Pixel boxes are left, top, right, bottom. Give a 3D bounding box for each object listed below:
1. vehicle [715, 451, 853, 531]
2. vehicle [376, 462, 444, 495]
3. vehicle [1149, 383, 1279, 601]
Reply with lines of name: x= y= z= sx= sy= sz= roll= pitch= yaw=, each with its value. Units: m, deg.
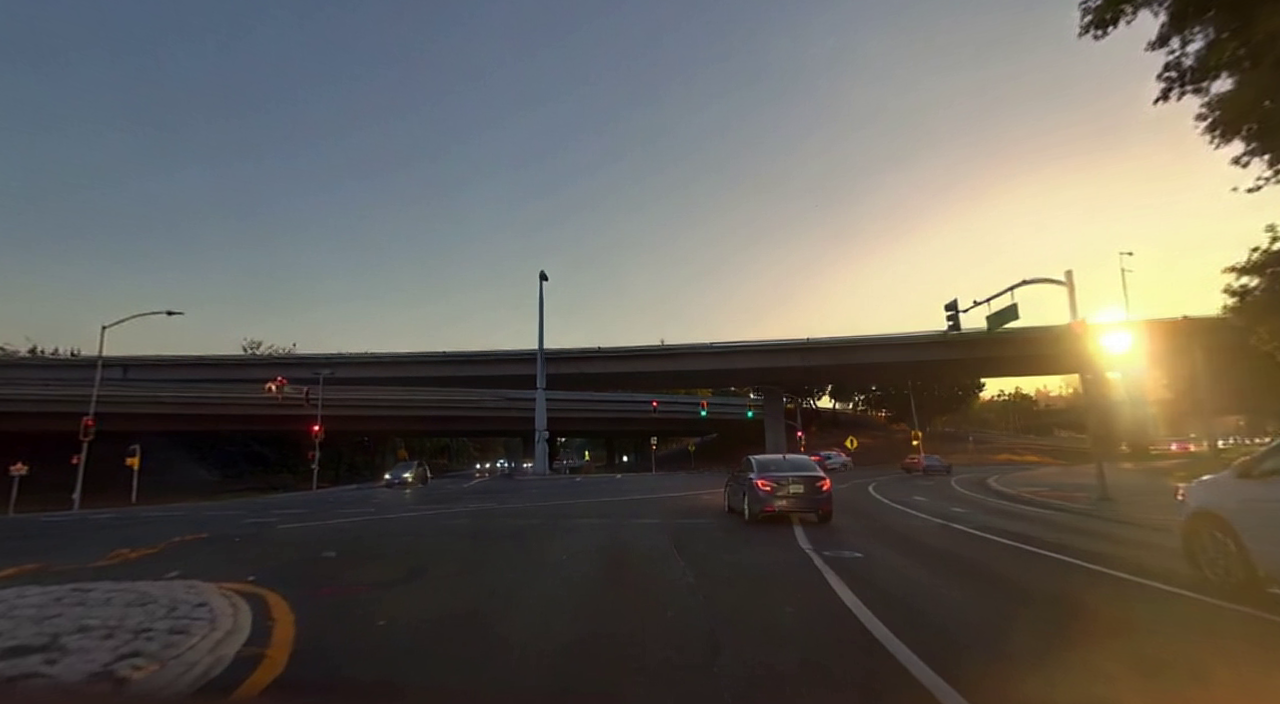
vehicle: x=2.921 y=2.909 z=13.930 sx=1.909 sy=1.425 sz=4.521 roll=0 pitch=-9 yaw=-1
vehicle: x=-13.052 y=7.168 z=36.224 sx=2.126 sy=1.506 sz=5.411 roll=-3 pitch=-9 yaw=-3
vehicle: x=6.431 y=1.004 z=4.167 sx=2.007 sy=1.828 sz=4.896 roll=0 pitch=-9 yaw=0
